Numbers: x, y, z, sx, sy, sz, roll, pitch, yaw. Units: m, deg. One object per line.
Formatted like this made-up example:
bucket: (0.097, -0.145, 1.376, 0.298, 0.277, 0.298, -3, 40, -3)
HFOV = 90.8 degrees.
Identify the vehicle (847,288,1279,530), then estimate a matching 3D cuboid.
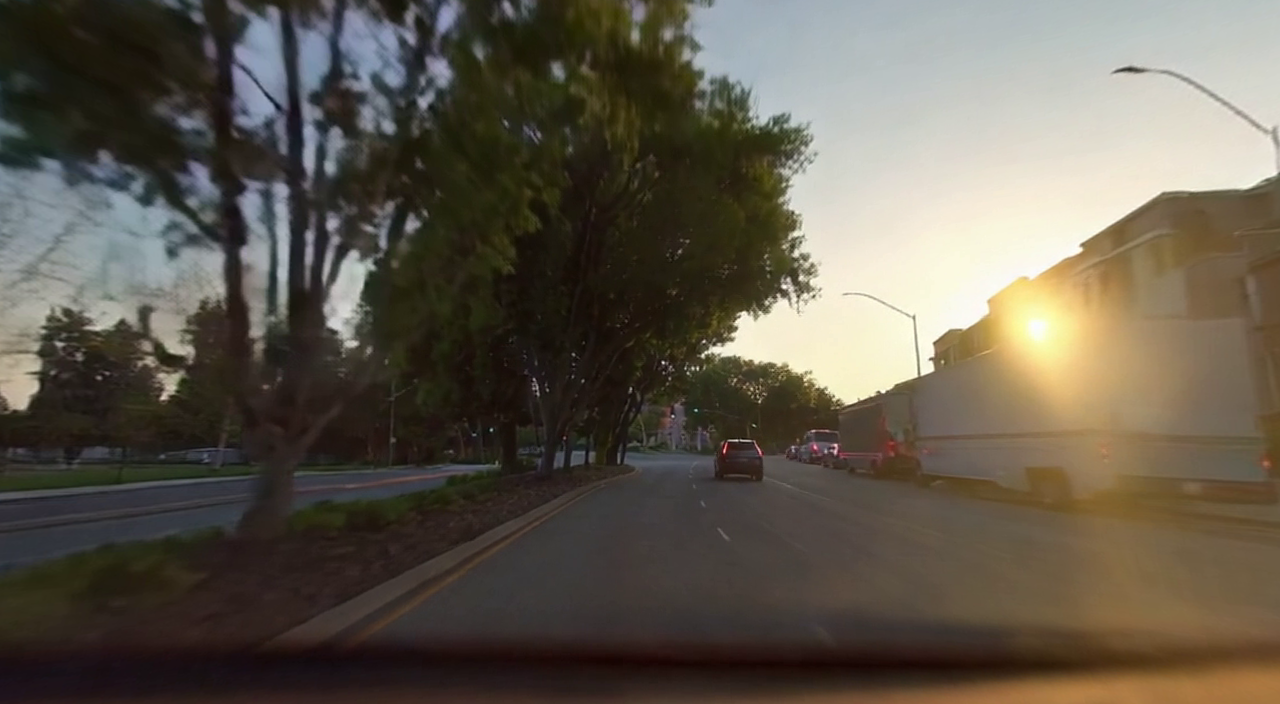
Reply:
vehicle: (10.608, 2.275, 20.037, 2.887, 4.158, 18.418, -1, -8, 3)

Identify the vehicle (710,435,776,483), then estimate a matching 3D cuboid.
vehicle: (4.211, 4.429, 26.575, 2.215, 1.812, 4.569, 0, -8, 3)
